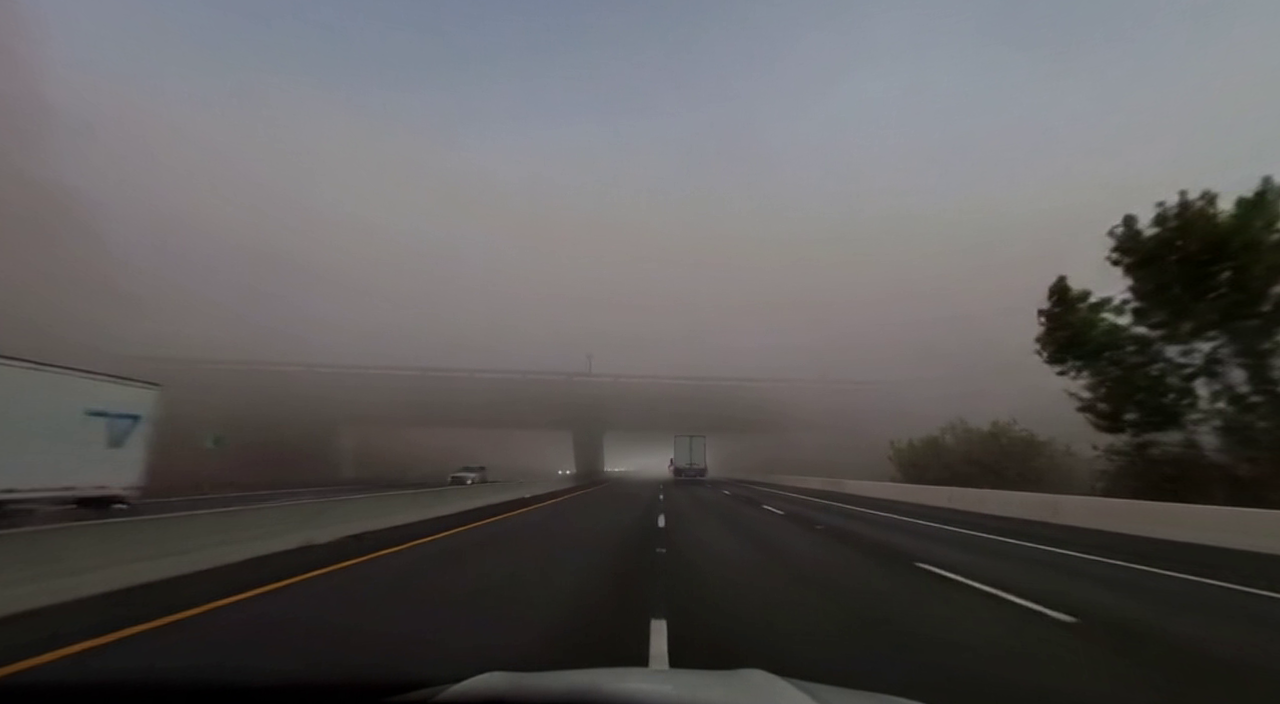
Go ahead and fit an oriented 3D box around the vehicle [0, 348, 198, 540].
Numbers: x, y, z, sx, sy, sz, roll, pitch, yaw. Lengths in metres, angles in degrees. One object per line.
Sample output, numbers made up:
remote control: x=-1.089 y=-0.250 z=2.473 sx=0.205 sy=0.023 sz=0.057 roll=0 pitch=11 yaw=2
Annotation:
vehicle: x=-14.139 y=2.090 z=14.024 sx=2.798 sy=3.751 sz=7.543 roll=1 pitch=-11 yaw=1
